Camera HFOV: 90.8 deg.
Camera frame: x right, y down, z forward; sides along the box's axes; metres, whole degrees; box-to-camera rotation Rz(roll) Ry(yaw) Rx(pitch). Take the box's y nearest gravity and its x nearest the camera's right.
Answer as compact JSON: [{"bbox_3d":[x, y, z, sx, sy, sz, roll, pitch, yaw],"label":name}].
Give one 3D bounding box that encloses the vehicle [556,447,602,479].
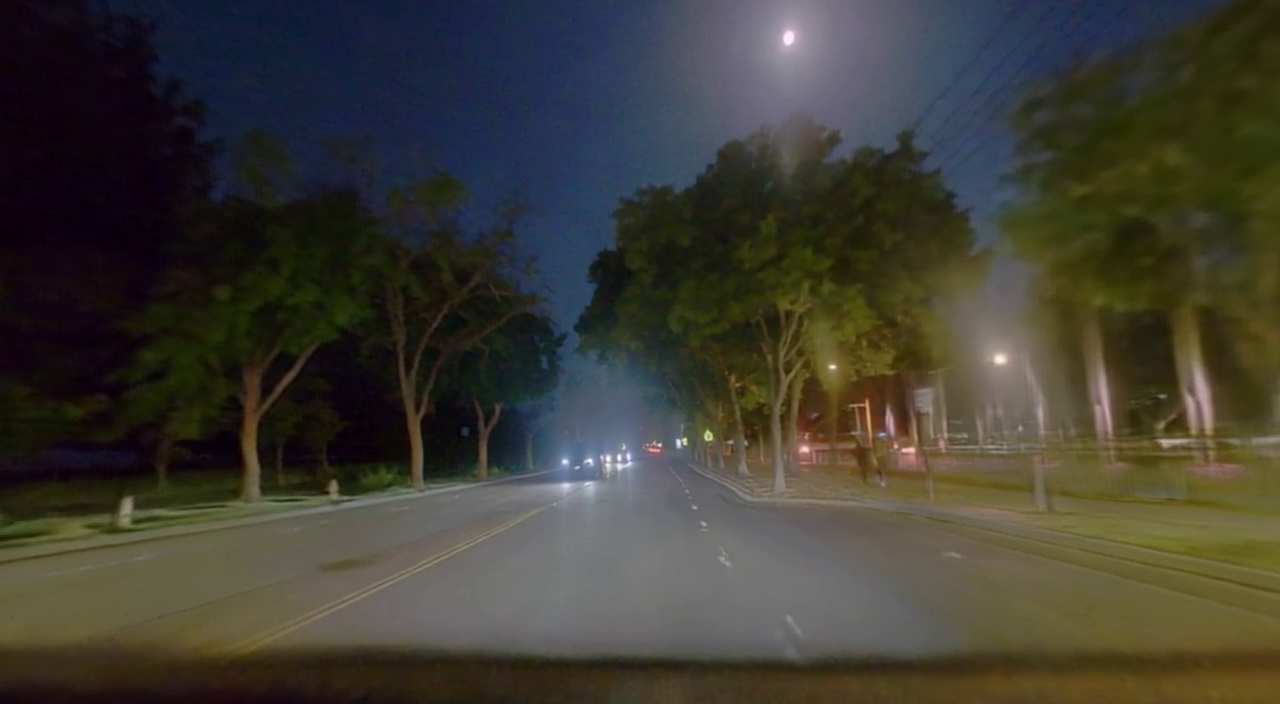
[{"bbox_3d":[-3.265,6.024,34.466,1.898,1.606,3.927,-1,-8,3],"label":"vehicle"}]
